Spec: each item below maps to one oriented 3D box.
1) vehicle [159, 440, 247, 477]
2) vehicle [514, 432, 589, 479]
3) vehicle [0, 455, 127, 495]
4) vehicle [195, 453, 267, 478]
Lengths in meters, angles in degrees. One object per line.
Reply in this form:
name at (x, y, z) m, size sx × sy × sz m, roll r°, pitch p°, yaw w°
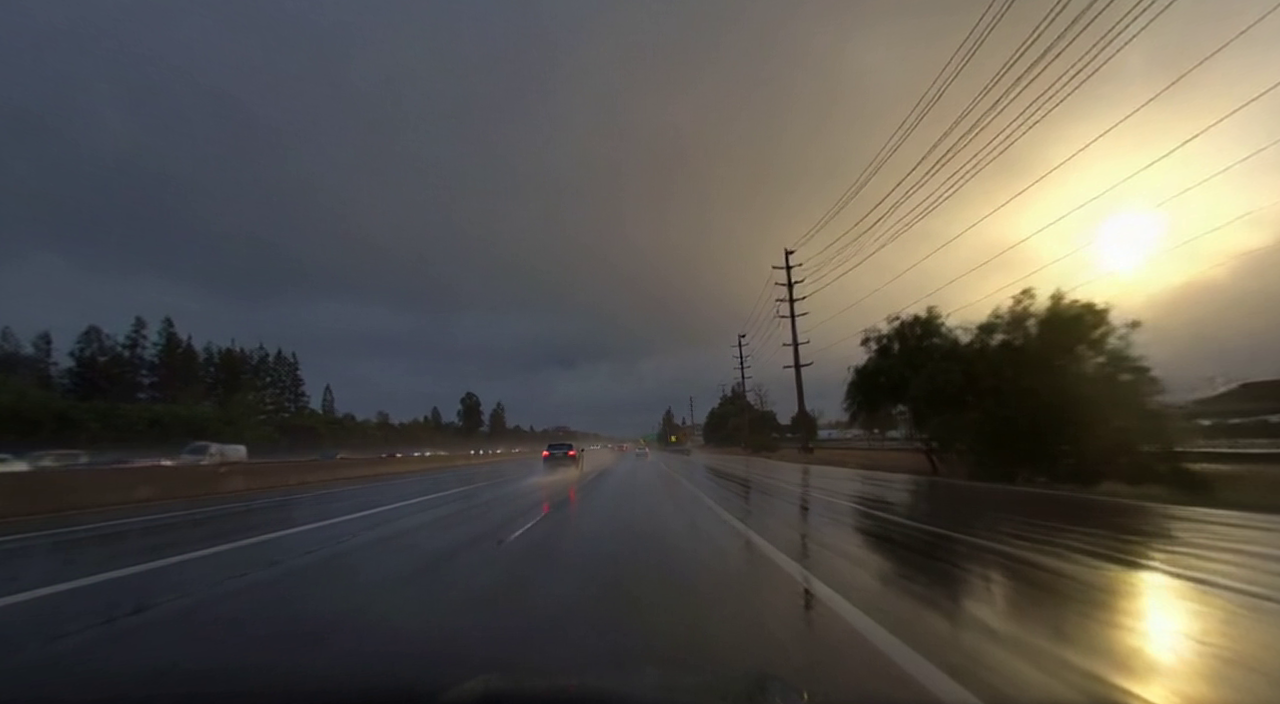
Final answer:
vehicle at (-32.919, 8.005, 47.745) m, size 2.315 × 2.592 × 5.954 m, roll 0°, pitch -9°, yaw 0°
vehicle at (-3.898, 4.741, 28.927) m, size 2.577 × 1.939 × 5.408 m, roll 0°, pitch -9°, yaw 1°
vehicle at (-24.572, 5.149, 26.706) m, size 1.841 × 1.514 × 4.484 m, roll 0°, pitch -9°, yaw 0°
vehicle at (-28.524, 7.899, 44.109) m, size 1.900 × 1.602 × 4.646 m, roll 0°, pitch -9°, yaw 0°
